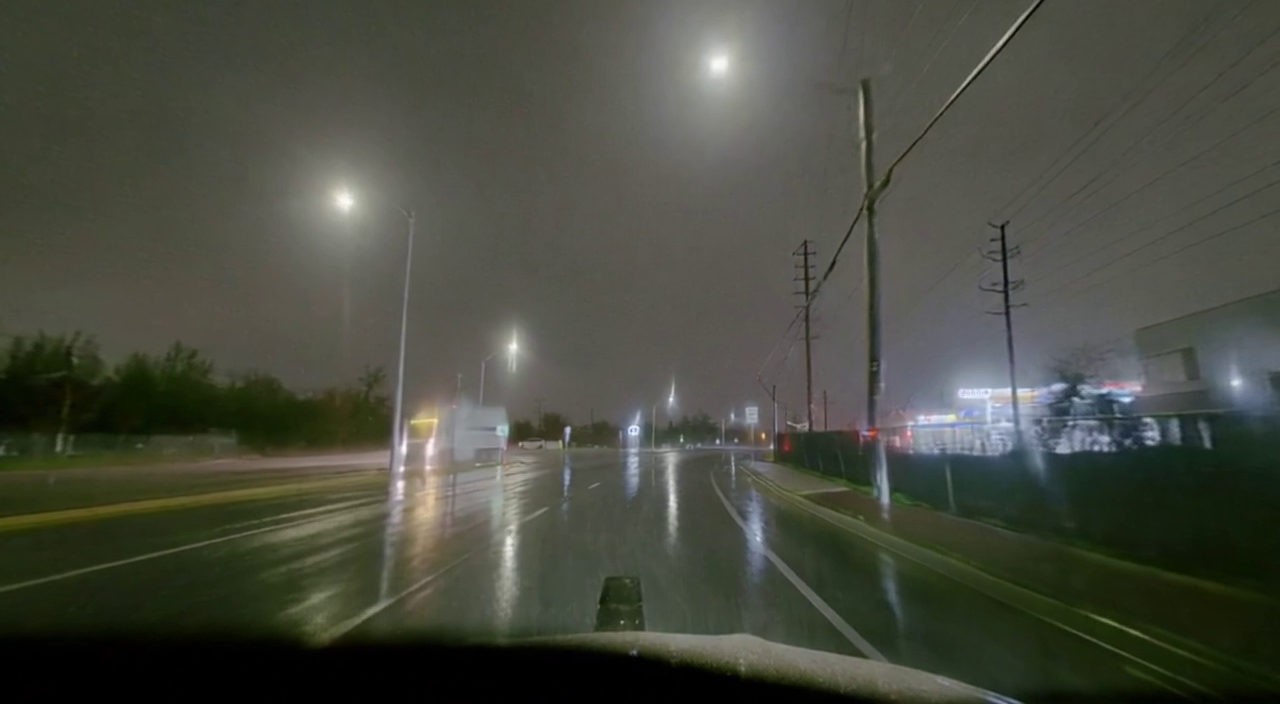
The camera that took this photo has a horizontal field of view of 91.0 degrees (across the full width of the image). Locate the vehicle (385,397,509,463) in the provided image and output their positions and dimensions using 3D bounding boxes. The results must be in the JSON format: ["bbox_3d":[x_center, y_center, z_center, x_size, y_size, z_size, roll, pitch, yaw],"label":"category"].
[{"bbox_3d":[-12.848,5.539,43.545,2.994,3.930,11.114,-2,-9,12],"label":"vehicle"}]
